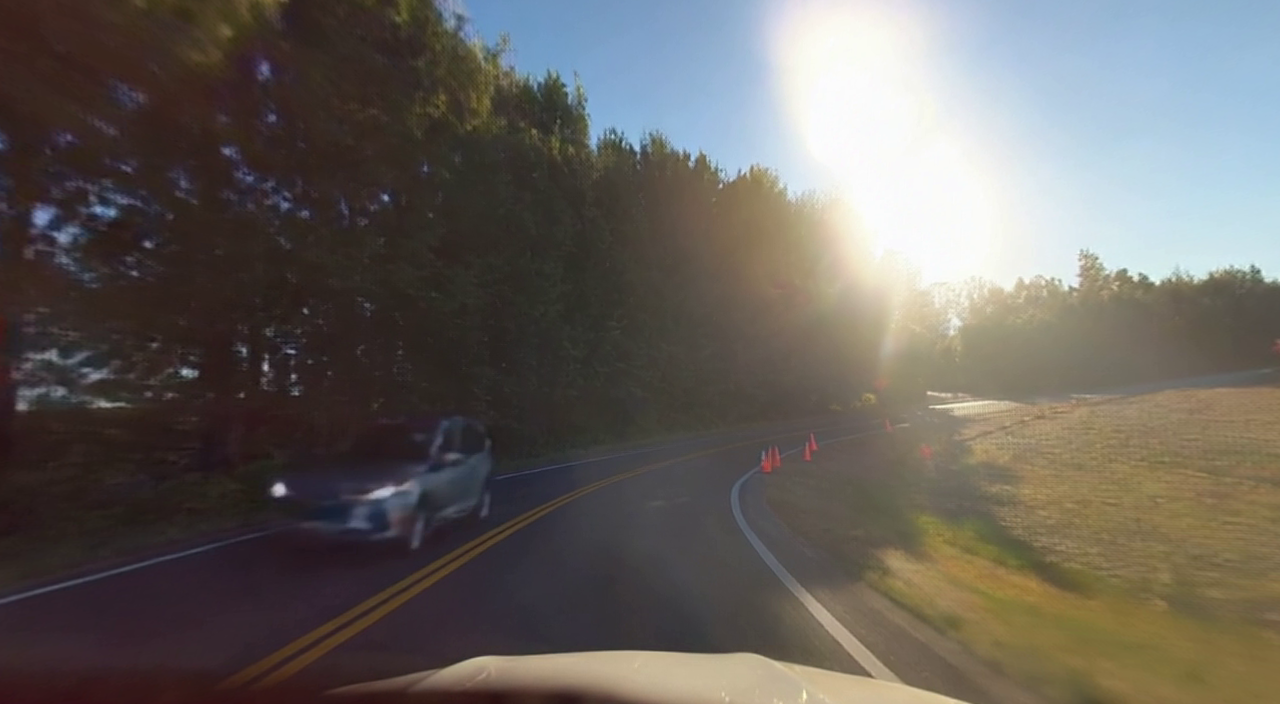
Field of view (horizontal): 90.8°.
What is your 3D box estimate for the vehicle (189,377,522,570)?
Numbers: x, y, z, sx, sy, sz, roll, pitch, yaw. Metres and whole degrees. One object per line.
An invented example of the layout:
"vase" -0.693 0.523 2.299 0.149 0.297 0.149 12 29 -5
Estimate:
"vehicle" -3.381 1.594 8.943 2.095 1.939 4.857 -1 -9 5
